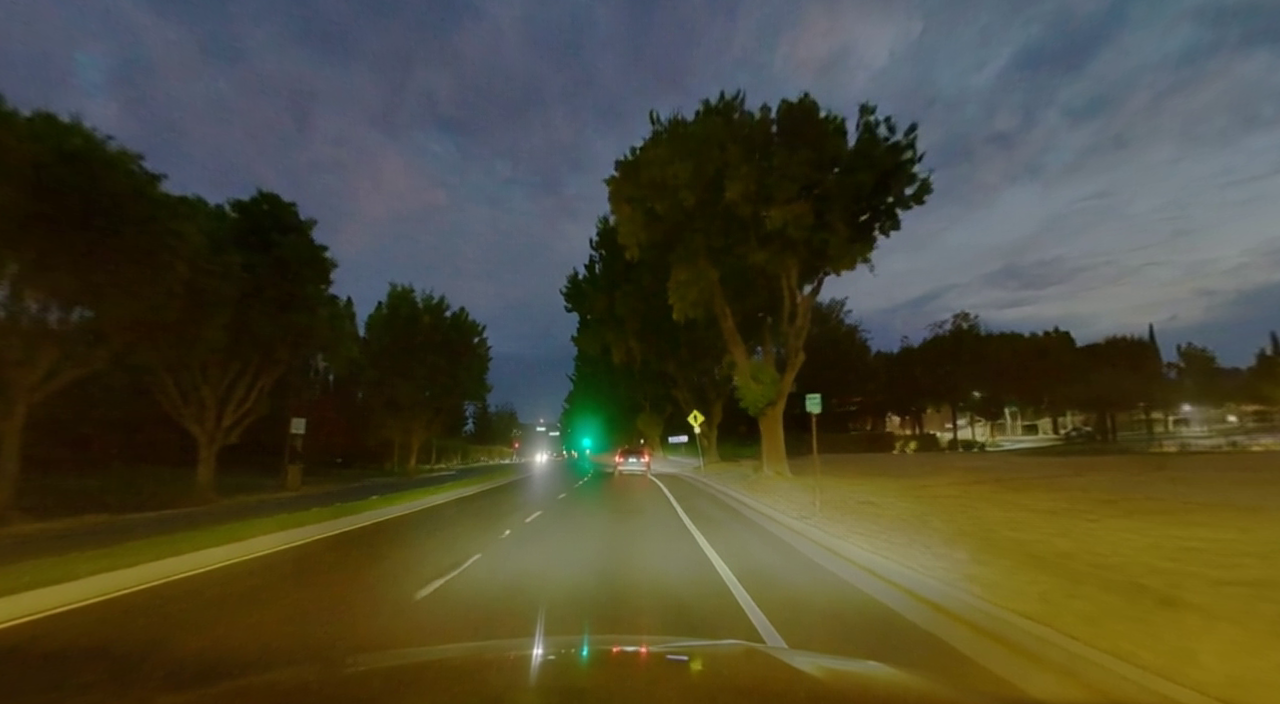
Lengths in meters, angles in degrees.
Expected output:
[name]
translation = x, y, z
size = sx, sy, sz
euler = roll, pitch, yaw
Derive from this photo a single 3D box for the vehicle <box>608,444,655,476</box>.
[vehicle]
translation = -0.334, 5.315, 31.463
size = 2.111, 1.466, 4.223
euler = -1, -8, 2
